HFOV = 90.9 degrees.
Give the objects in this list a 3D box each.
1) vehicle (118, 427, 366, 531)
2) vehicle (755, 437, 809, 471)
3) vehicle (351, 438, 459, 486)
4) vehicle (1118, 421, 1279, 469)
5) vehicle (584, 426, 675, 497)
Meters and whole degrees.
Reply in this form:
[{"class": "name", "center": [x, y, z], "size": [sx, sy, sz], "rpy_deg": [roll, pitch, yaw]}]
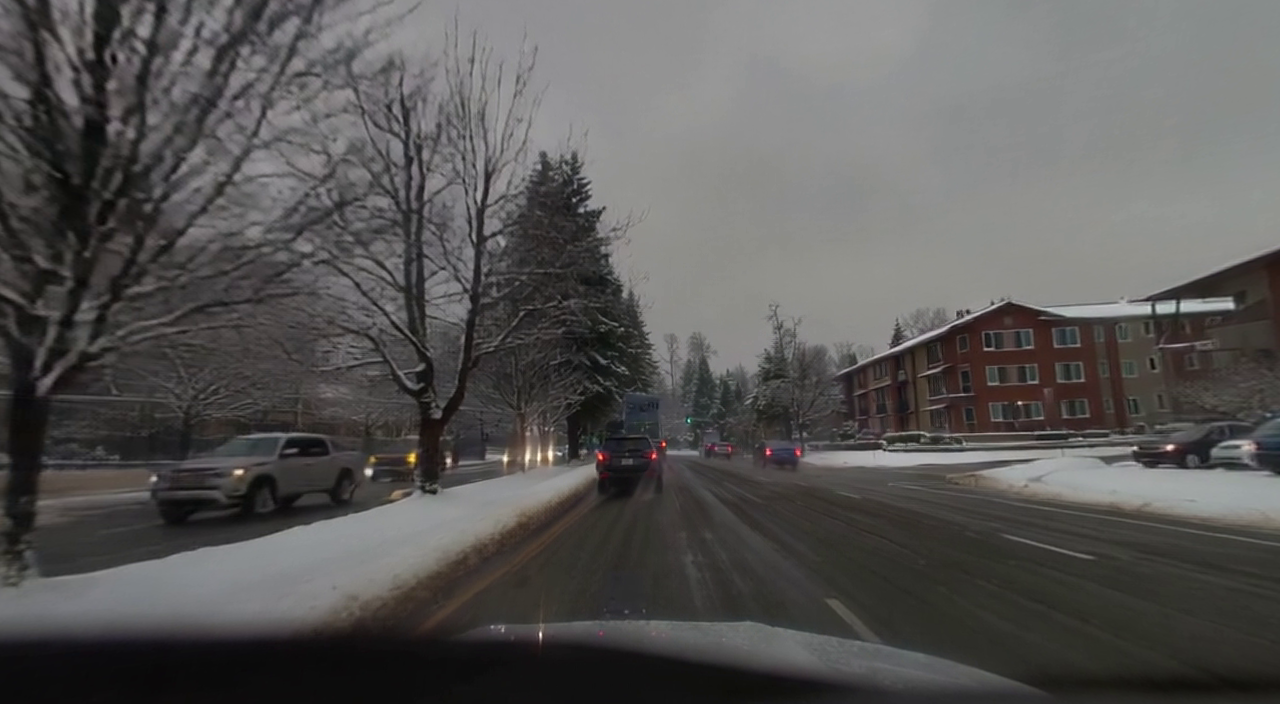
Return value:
[{"class": "vehicle", "center": [-7.959, 2.548, 13.367], "size": [2.119, 1.778, 4.760], "rpy_deg": [0, -8, 0]}, {"class": "vehicle", "center": [7.600, 5.490, 34.161], "size": [1.971, 1.722, 4.341], "rpy_deg": [0, -8, 1]}, {"class": "vehicle", "center": [-10.346, 4.877, 28.486], "size": [2.238, 1.906, 6.264], "rpy_deg": [0, -8, 3]}, {"class": "vehicle", "center": [19.086, 3.111, 21.122], "size": [4.474, 1.524, 1.893], "rpy_deg": [0, -8, 3]}, {"class": "vehicle", "center": [-0.212, 3.139, 18.469], "size": [2.332, 1.798, 4.546], "rpy_deg": [0, -8, 1]}]
